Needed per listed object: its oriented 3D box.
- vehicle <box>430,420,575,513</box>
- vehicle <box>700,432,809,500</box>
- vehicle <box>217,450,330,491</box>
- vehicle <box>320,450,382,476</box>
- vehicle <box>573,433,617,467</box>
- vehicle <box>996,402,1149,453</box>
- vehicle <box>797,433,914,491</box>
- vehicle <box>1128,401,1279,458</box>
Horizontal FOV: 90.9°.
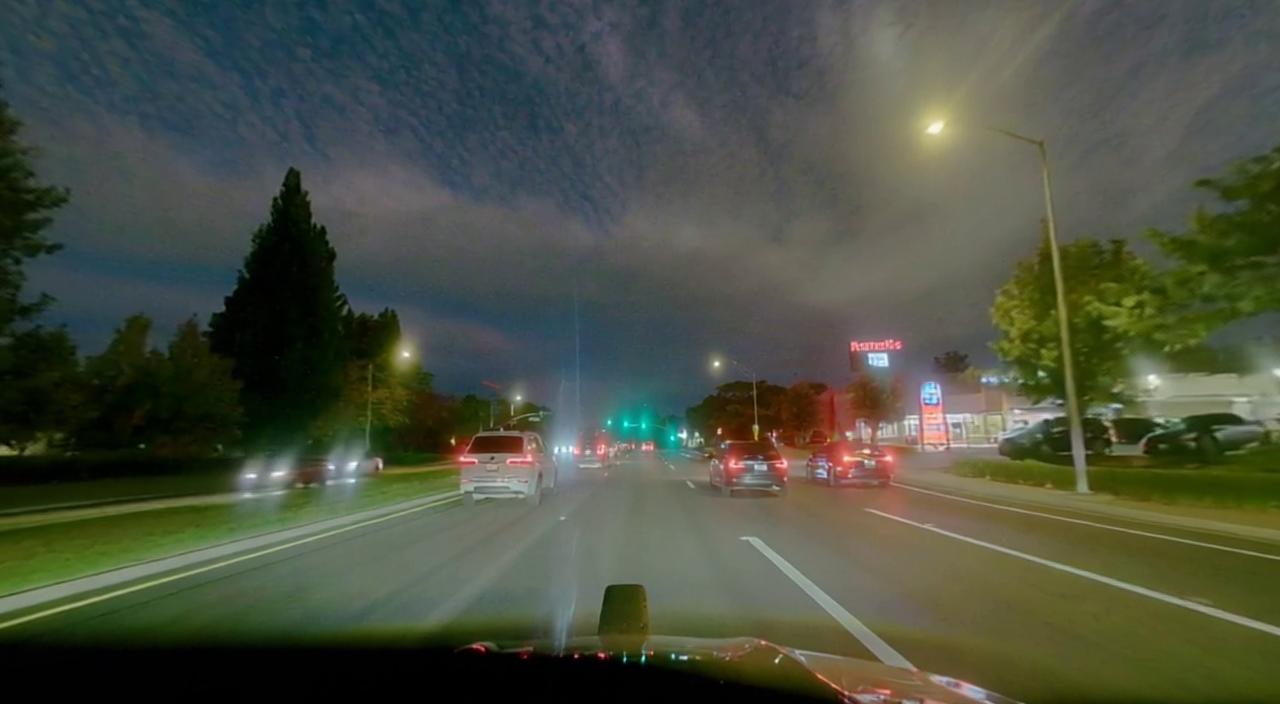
[{"bbox_3d":[-2.834,2.504,14.161,2.141,1.719,4.379,0,-9,2],"label":"vehicle"},{"bbox_3d":[2.808,2.915,16.430,2.004,1.512,4.206,0,-9,0],"label":"vehicle"},{"bbox_3d":[-14.464,4.678,25.198,1.858,1.456,4.347,0,-9,1],"label":"vehicle"},{"bbox_3d":[-17.703,6.779,38.767,1.749,1.454,4.318,0,-9,0],"label":"vehicle"},{"bbox_3d":[-2.461,5.548,35.768,2.117,1.799,4.442,0,-9,1],"label":"vehicle"},{"bbox_3d":[16.726,2.971,24.427,4.953,1.804,2.337,3,-9,-21],"label":"vehicle"},{"bbox_3d":[6.377,3.322,19.311,1.881,1.540,4.750,0,-9,0],"label":"vehicle"},{"bbox_3d":[17.024,2.346,18.738,4.698,1.495,2.125,4,-10,-29],"label":"vehicle"}]
